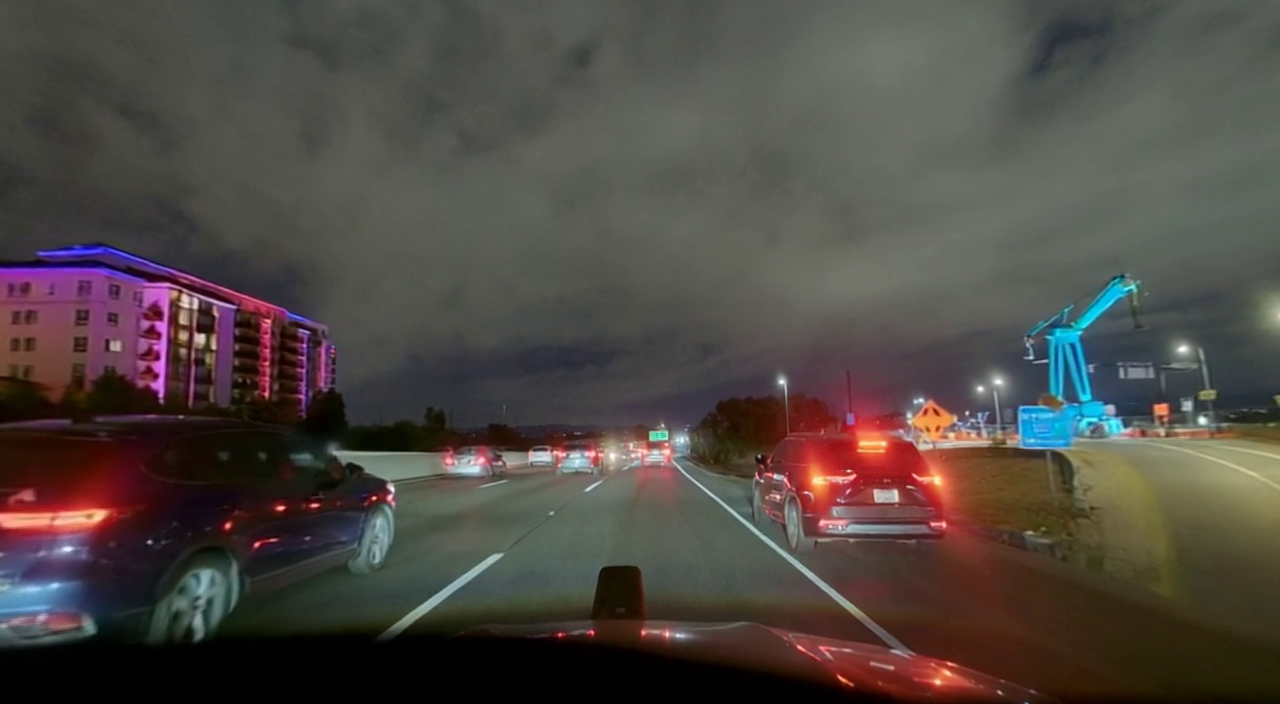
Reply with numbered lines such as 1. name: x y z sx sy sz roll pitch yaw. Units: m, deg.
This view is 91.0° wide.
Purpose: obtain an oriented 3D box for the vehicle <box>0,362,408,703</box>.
1. vehicle: -3.736 1.210 4.957 2.045 1.710 4.382 0 -8 1

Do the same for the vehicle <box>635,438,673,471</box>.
1. vehicle: 0.818 5.905 36.533 2.116 1.763 4.352 0 -8 1

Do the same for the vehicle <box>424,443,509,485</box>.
1. vehicle: -6.765 4.405 25.127 1.959 1.486 4.460 0 -8 2

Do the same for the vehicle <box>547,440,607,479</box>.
1. vehicle: -2.836 4.987 29.502 2.109 1.657 4.554 0 -8 3

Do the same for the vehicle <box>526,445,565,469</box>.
1. vehicle: -6.394 7.158 43.143 1.931 1.505 4.386 0 -8 1
